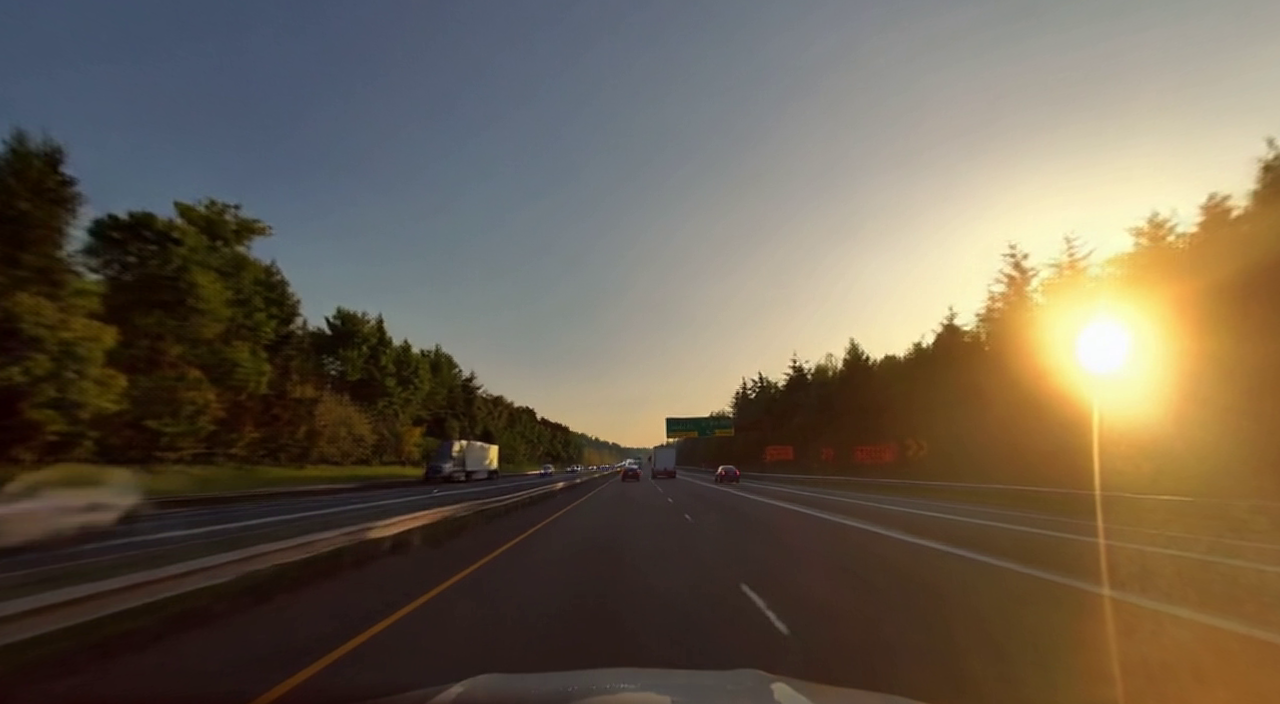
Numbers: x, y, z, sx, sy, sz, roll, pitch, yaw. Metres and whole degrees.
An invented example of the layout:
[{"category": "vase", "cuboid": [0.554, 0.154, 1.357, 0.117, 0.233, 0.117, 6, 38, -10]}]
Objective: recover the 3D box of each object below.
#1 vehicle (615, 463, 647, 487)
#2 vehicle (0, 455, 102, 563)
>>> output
[{"category": "vehicle", "cuboid": [-0.611, 8.079, 41.490, 2.025, 1.452, 3.927, 1, -10, -1]}, {"category": "vehicle", "cuboid": [-9.976, 2.146, 8.516, 1.892, 1.497, 3.878, 1, -10, 0]}]
